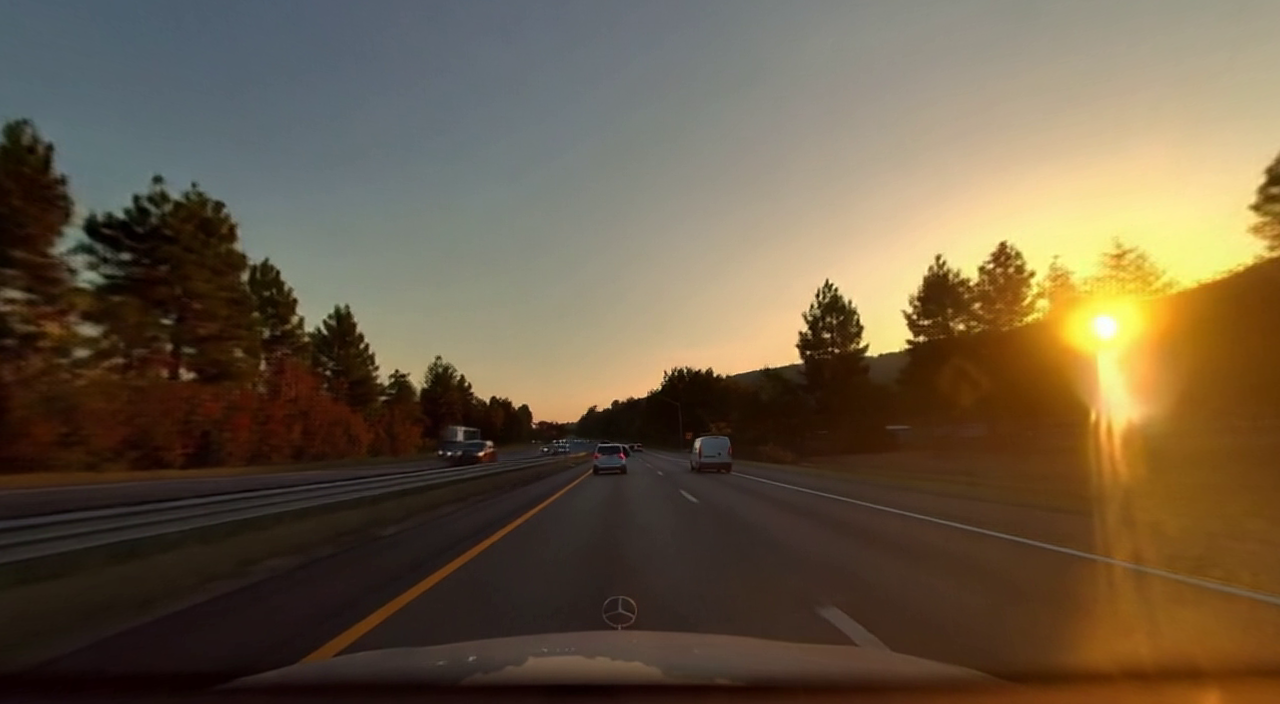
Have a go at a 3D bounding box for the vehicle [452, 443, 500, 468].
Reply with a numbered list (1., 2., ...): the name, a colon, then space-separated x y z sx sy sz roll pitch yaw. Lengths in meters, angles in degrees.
1. vehicle: -10.609 6.737 40.934 1.932 1.530 4.684 0 -9 -1

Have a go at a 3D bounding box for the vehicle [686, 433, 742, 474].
1. vehicle: 3.723 5.210 32.244 2.179 1.930 4.538 0 -9 -2

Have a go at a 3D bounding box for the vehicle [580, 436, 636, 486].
1. vehicle: -1.147 4.122 24.015 1.963 1.711 4.284 0 -9 -1
